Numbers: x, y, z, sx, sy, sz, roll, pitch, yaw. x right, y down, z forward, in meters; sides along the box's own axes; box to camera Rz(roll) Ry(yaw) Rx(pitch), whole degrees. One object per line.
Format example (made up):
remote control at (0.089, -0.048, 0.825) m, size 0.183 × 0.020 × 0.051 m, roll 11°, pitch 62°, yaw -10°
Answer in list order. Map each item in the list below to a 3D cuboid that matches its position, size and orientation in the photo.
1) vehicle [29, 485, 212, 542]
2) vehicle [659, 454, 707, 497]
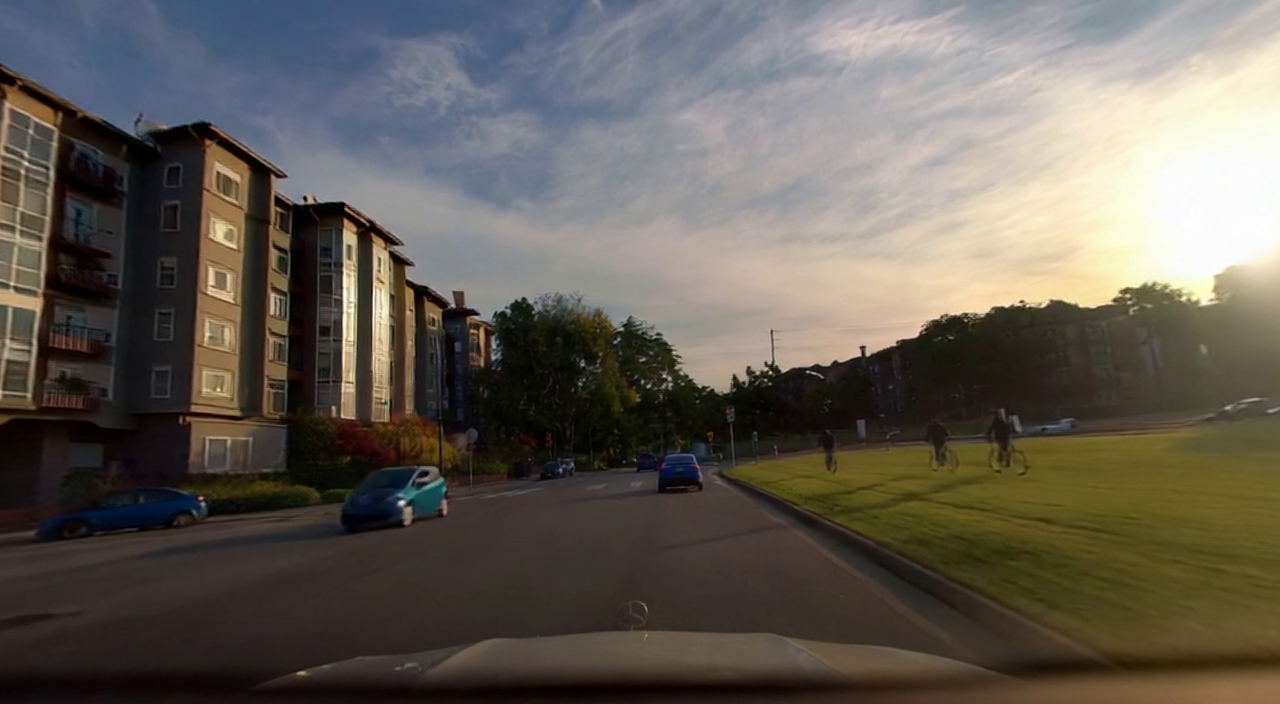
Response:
vehicle at (-17.784, 5.445, 21.724) m, size 4.607 × 1.409 × 2.116 m, roll 7°, pitch -12°, yaw -43°
vehicle at (1.515, 4.386, 22.597) m, size 1.559 × 1.351 × 2.452 m, roll -3°, pitch -9°, yaw 3°
